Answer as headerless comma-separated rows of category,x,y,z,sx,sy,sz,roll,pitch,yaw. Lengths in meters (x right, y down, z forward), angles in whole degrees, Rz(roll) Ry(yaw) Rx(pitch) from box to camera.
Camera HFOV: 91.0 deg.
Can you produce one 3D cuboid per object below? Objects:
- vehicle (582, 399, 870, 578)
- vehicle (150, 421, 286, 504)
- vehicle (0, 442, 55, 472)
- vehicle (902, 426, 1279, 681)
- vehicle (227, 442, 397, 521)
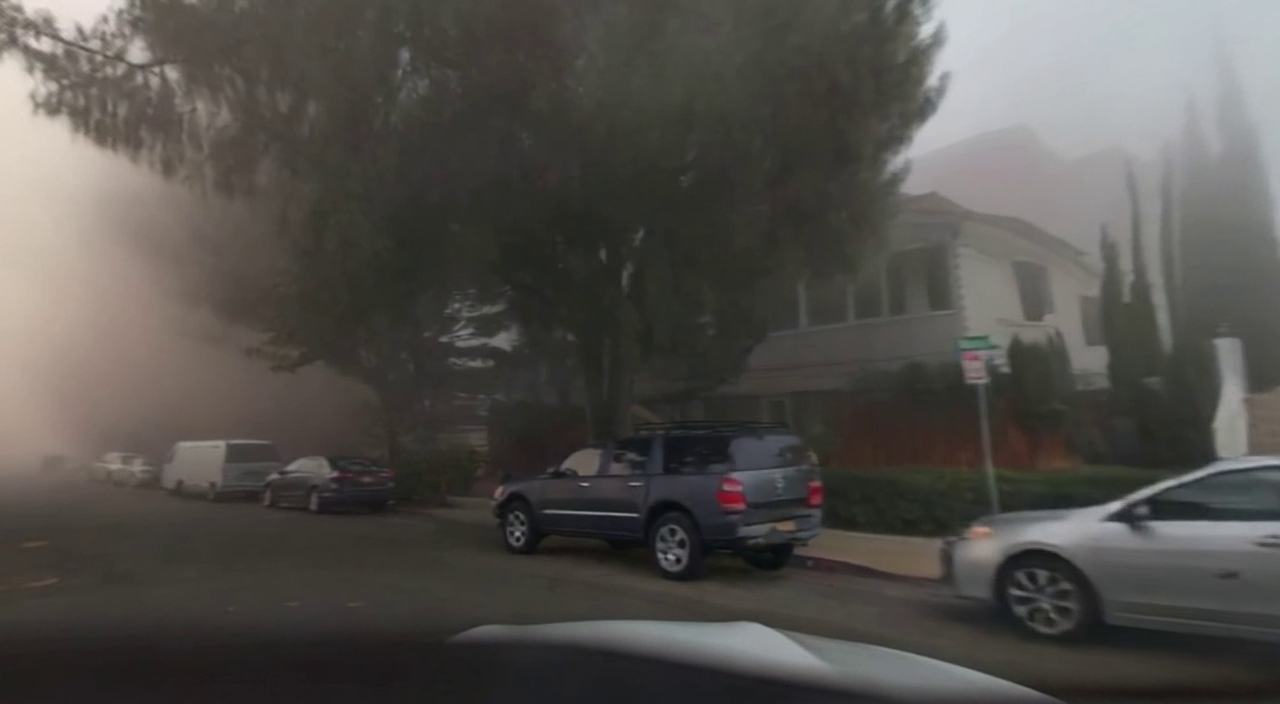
vehicle,1.505,1.845,9.434,2.046,1.969,4.585,-7,-11,40
vehicle,-12.920,3.213,19.149,4.893,2.129,1.993,-4,-9,40
vehicle,-47.685,8.100,48.923,4.962,2.038,2.191,-5,-10,38
vehicle,4.677,1.279,4.177,5.075,1.436,1.863,-4,-9,40
vehicle,-7.861,2.933,14.917,4.476,1.442,1.828,-4,-9,39
